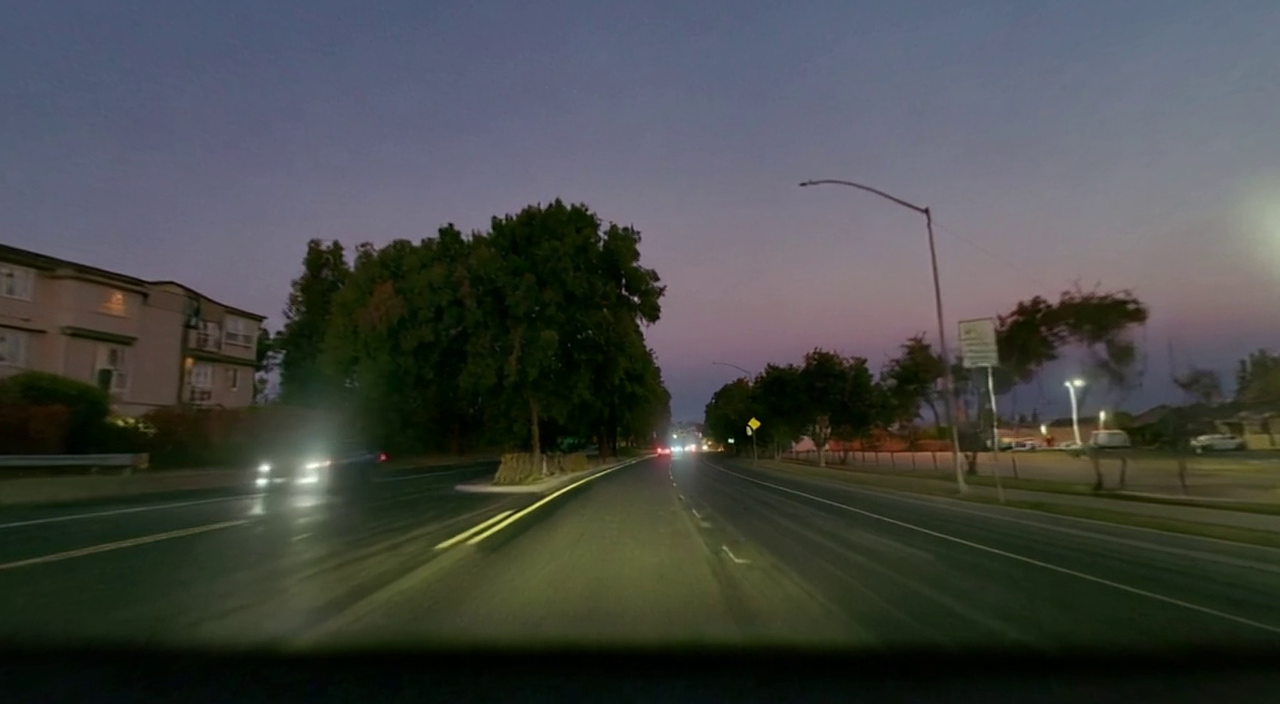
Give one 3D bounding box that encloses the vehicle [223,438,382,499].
[{"bbox_3d":[-10.061,3.488,19.391,2.181,1.635,4.542,0,-9,3],"label":"vehicle"}]
